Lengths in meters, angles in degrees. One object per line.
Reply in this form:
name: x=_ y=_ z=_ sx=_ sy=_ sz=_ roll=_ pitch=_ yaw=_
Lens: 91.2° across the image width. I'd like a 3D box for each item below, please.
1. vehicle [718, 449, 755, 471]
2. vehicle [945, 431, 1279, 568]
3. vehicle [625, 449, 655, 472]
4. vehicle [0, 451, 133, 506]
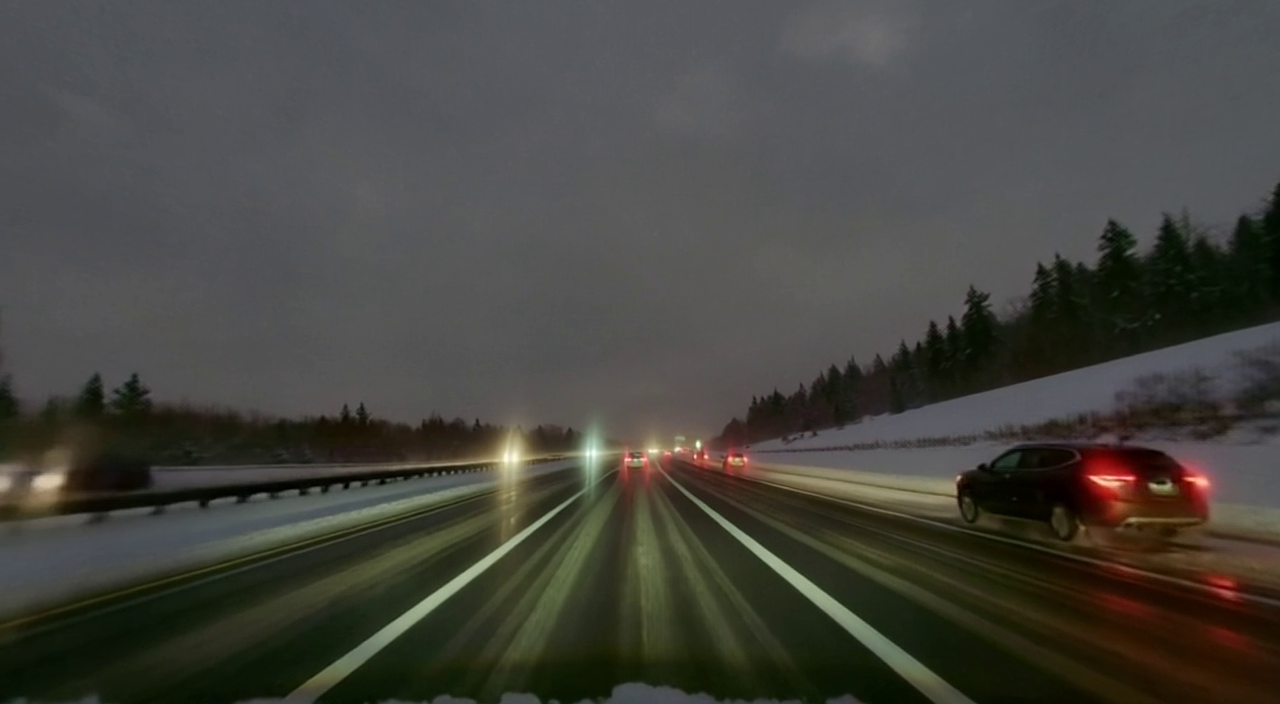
vehicle: x=6.854 y=7.697 z=44.717 sx=1.941 sy=1.485 sz=3.701 roll=0 pitch=-9 yaw=-1
vehicle: x=6.819 y=2.040 z=9.485 sx=2.008 sy=1.533 sz=4.592 roll=0 pitch=-9 yaw=-1
vehicle: x=0.009 y=7.844 z=45.406 sx=2.025 sy=1.526 sz=4.181 roll=0 pitch=-9 yaw=0
vehicle: x=-19.332 y=4.065 z=20.539 sx=1.877 sy=1.572 sz=4.091 roll=-1 pitch=-9 yaw=1
